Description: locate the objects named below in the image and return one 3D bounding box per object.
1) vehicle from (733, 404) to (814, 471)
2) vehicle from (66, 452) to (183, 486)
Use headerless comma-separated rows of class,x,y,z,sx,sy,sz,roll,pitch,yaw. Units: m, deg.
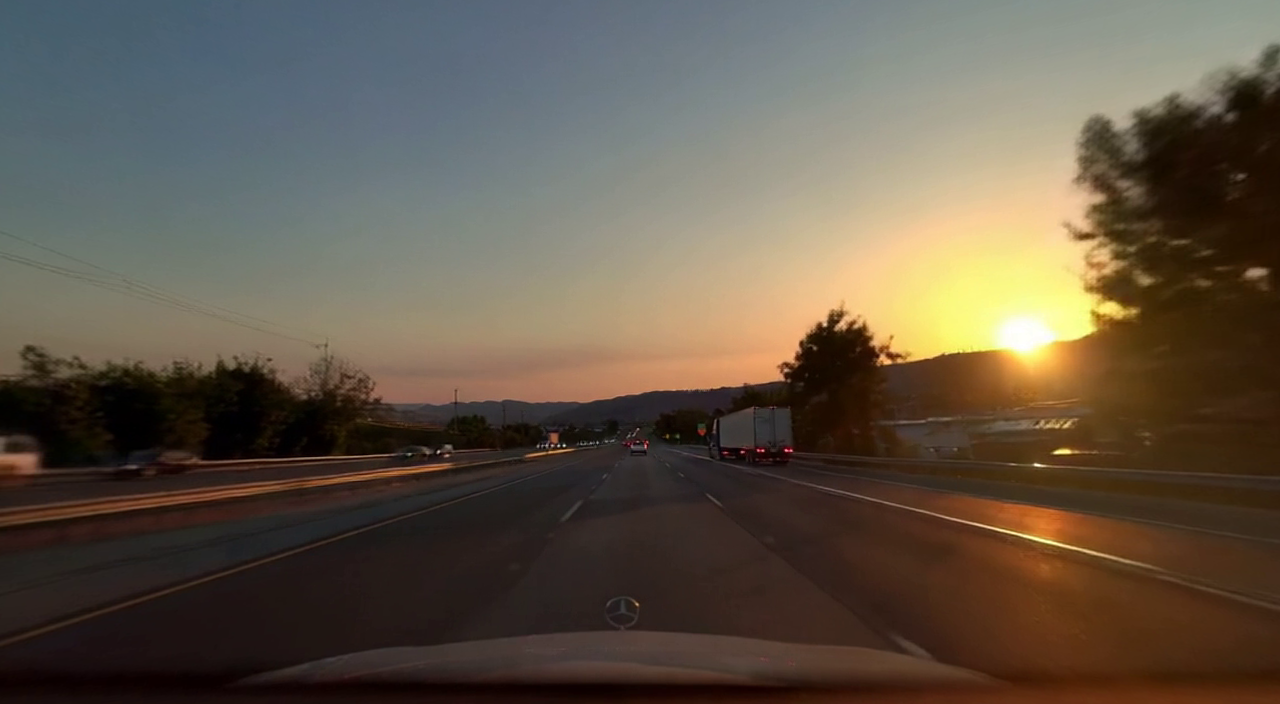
vehicle,7.012,4.693,34.480,2.793,3.204,7.997,0,-8,1
vehicle,-25.656,5.798,31.691,1.900,1.493,4.739,0,-8,0
